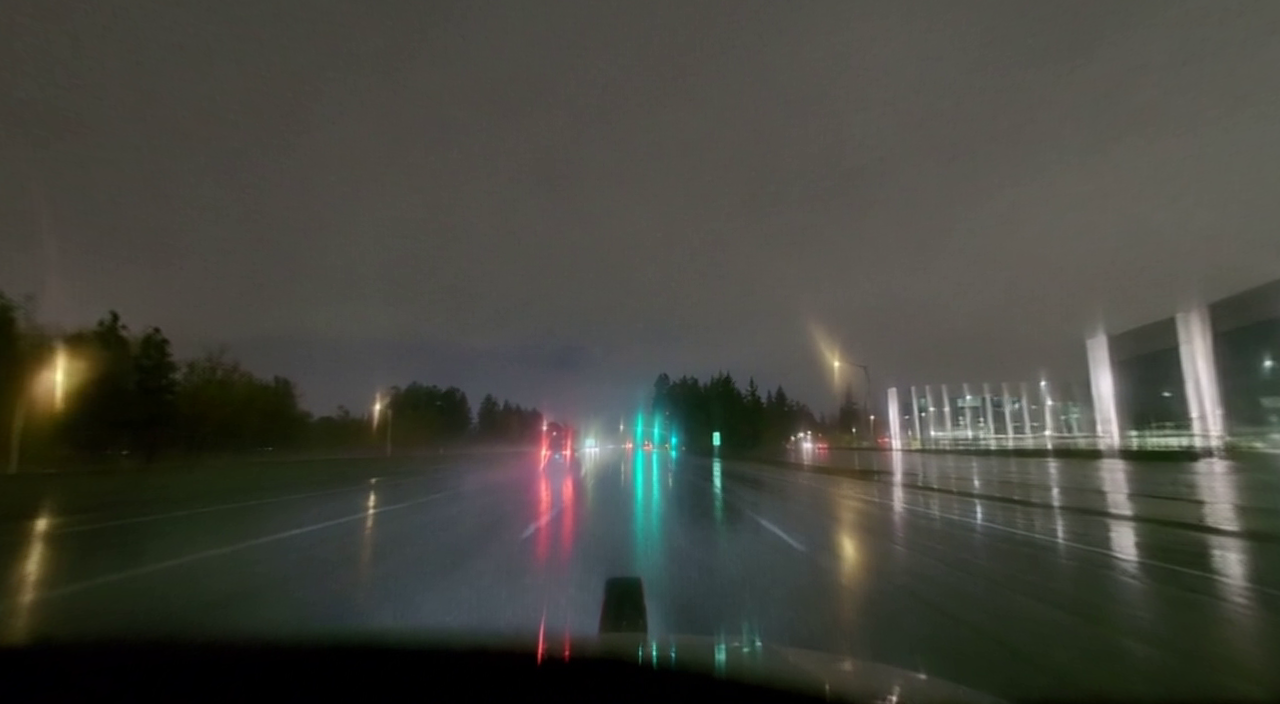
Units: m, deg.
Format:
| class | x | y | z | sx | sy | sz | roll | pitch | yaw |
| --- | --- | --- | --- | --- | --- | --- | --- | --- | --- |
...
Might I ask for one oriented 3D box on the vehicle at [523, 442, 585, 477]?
| class | x | y | z | sx | sy | sz | roll | pitch | yaw |
| --- | --- | --- | --- | --- | --- | --- | --- | --- | --- |
| vehicle | -3.754 | 4.755 | 28.221 | 2.128 | 1.450 | 4.078 | 0 | -8 | 1 |
